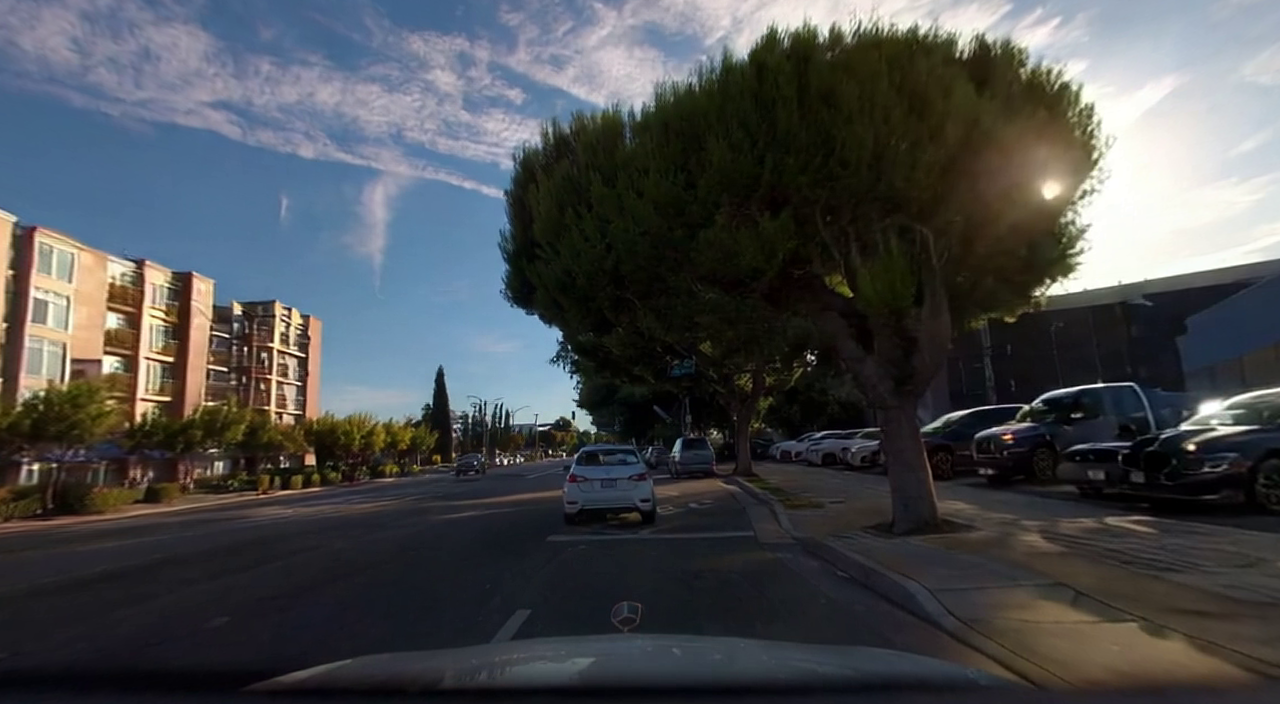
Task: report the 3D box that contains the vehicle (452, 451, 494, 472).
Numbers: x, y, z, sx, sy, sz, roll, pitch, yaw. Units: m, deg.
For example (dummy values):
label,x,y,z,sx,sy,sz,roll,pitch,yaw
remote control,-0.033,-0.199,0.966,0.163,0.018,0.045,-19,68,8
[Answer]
label,x,y,z,sx,sy,sz,roll,pitch,yaw
vehicle,-12.783,8.405,48.592,1.962,1.472,4.387,-1,-8,2

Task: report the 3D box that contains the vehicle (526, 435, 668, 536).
label,x,y,z,sx,sy,sz,roll,pitch,yaw
vehicle,-0.760,2.335,11.745,2.116,1.479,4.358,0,-8,-3

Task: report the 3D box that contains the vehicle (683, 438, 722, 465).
label,x,y,z,sx,sy,sz,roll,pitch,yaw
vehicle,3.646,5.903,37.619,1.972,1.484,3.974,0,-8,1
